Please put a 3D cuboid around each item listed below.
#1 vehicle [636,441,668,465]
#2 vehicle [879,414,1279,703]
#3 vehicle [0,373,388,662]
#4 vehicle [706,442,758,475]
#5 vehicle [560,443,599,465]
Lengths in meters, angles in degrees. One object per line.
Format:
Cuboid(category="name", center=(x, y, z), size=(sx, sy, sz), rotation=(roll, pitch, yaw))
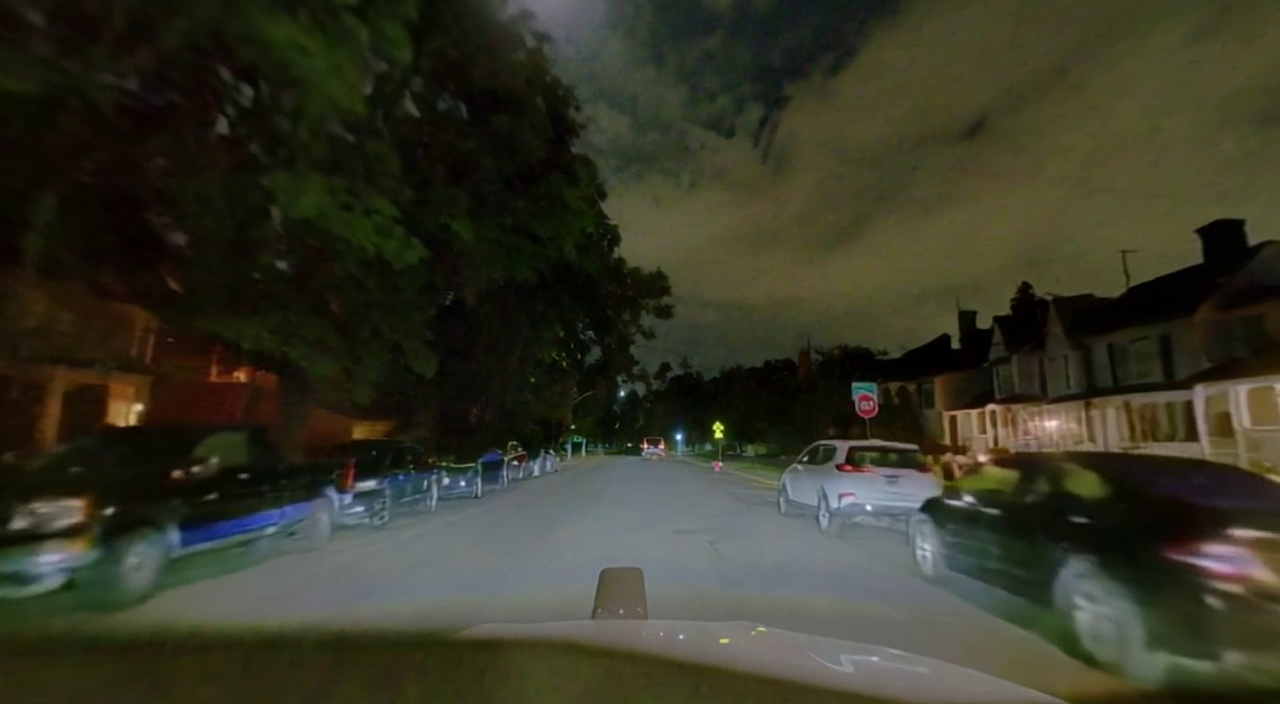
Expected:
Cuboid(category="vehicle", center=(0.801, 6.568, 41.015), size=(2.010, 1.499, 4.107), rotation=(0, -9, 2))
Cuboid(category="vehicle", center=(3.675, 1.354, 4.823), size=(1.987, 1.518, 4.686), rotation=(0, -8, 2))
Cuboid(category="vehicle", center=(-4.745, 1.396, 6.558), size=(2.162, 1.857, 4.758), rotation=(2, -8, 0))
Cuboid(category="vehicle", center=(4.393, 5.157, 30.712), size=(1.876, 1.477, 4.324), rotation=(0, -8, 0))
Cuboid(category="vehicle", center=(-4.185, 7.103, 43.986), size=(1.999, 1.441, 4.628), rotation=(-1, -9, 4))
